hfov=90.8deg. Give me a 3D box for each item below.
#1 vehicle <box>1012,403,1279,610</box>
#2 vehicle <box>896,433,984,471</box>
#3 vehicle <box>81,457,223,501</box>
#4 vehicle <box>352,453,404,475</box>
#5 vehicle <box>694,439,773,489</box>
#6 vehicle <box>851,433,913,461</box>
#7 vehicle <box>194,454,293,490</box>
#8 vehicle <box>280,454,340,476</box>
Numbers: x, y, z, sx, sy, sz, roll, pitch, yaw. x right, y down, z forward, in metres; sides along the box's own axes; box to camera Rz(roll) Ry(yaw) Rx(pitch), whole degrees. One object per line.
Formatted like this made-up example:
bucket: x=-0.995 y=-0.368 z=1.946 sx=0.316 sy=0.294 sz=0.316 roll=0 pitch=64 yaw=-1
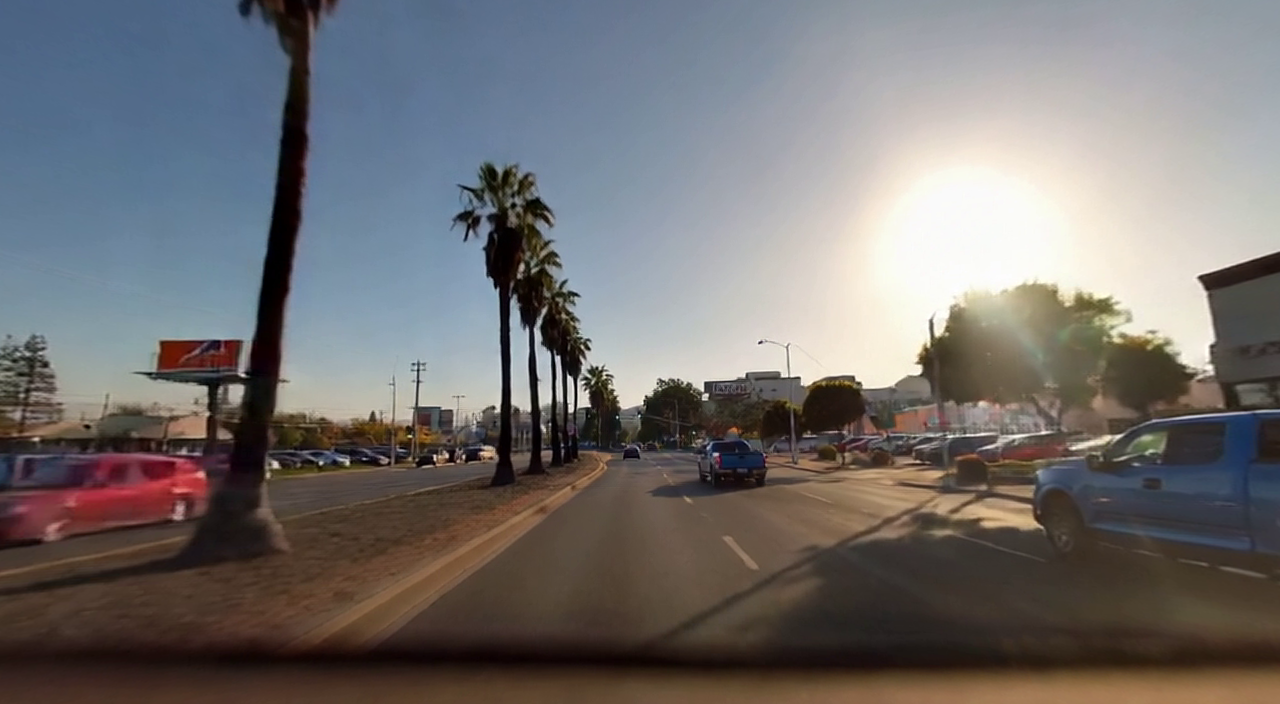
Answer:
vehicle: x=6.100 y=1.321 z=5.681 sx=2.140 sy=1.606 sz=5.437 roll=0 pitch=-9 yaw=-1
vehicle: x=15.518 y=5.207 z=33.028 sx=2.067 sy=1.772 sz=4.910 roll=0 pitch=-9 yaw=-2
vehicle: x=-19.322 y=5.015 z=25.397 sx=1.983 sy=1.492 sz=4.904 roll=0 pitch=-9 yaw=-3
vehicle: x=-19.647 y=8.392 z=47.557 sx=1.900 sy=1.481 sz=4.684 roll=0 pitch=-9 yaw=0
vehicle: x=3.100 y=3.804 z=21.796 sx=1.889 sy=1.541 sz=4.303 roll=0 pitch=-9 yaw=-2
vehicle: x=18.320 y=7.233 z=48.157 sx=2.300 sy=1.966 sz=6.004 roll=0 pitch=-9 yaw=-1
vehicle: x=-19.420 y=5.878 z=31.247 sx=1.840 sy=1.524 sz=4.923 roll=-1 pitch=-9 yaw=-2
vehicle: x=-24.692 y=8.427 z=47.506 sx=1.899 sy=1.499 sz=4.911 roll=0 pitch=-9 yaw=-1
